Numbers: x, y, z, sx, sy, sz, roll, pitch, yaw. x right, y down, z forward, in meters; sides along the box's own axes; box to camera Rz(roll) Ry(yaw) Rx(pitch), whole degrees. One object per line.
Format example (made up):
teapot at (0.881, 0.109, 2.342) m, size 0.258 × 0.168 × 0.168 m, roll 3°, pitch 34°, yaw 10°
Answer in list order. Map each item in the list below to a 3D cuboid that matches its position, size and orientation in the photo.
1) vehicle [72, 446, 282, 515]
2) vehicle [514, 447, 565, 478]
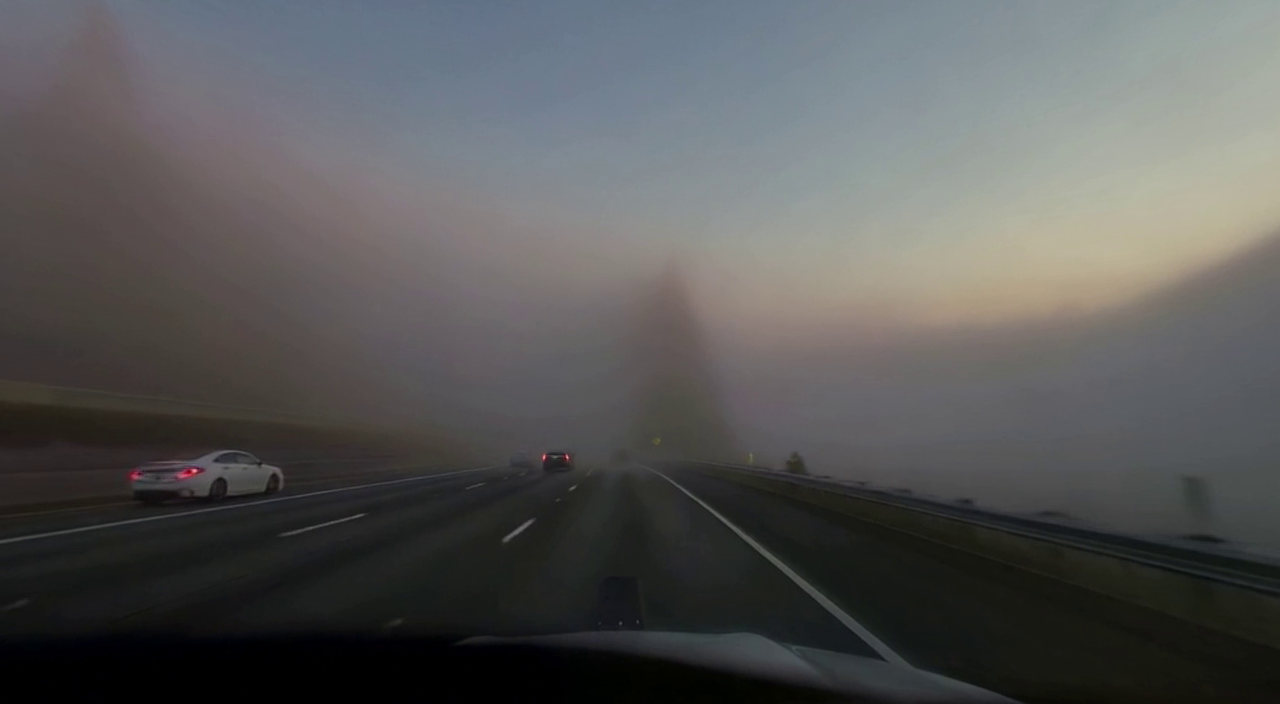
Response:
vehicle at (-11.498, 3.178, 16.179) m, size 1.960 × 1.487 × 4.593 m, roll 0°, pitch -9°, yaw -1°
vehicle at (-5.074, 5.612, 32.264) m, size 2.120 × 1.458 × 4.031 m, roll 0°, pitch -9°, yaw -3°
